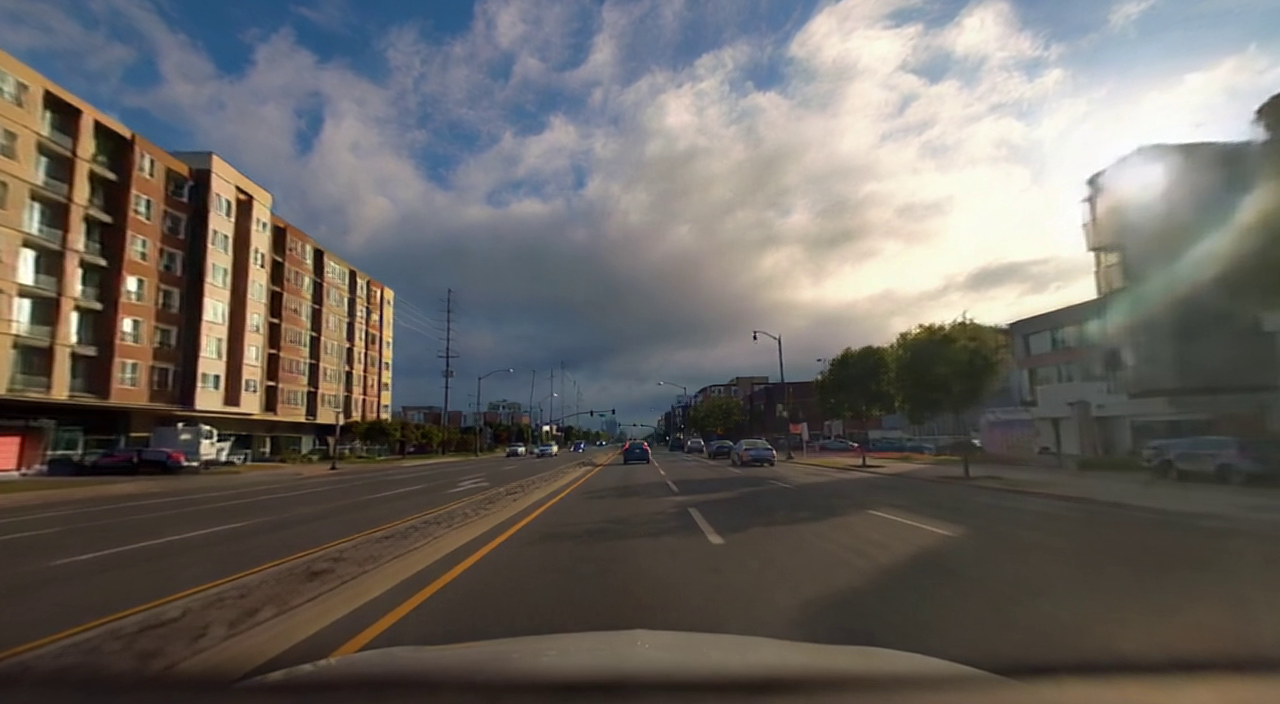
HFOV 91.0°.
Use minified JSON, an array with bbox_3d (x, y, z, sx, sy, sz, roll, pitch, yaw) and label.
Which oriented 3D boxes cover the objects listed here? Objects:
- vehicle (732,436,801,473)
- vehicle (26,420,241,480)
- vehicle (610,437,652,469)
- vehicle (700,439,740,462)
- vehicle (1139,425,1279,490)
[{"bbox_3d":[5.832,4.778,29.611,2.121,1.557,4.898,0,-9,-1],"label":"vehicle"},{"bbox_3d":[-33.192,6.474,42.455,4.125,3.409,11.667,-1,-8,5],"label":"vehicle"},{"bbox_3d":[-0.471,5.295,33.216,2.106,1.553,3.964,0,-8,-1],"label":"vehicle"},{"bbox_3d":[5.618,6.946,44.590,2.154,1.554,4.149,0,-9,-2],"label":"vehicle"},{"bbox_3d":[20.449,3.598,21.708,2.286,1.948,4.949,0,-9,-1],"label":"vehicle"}]
